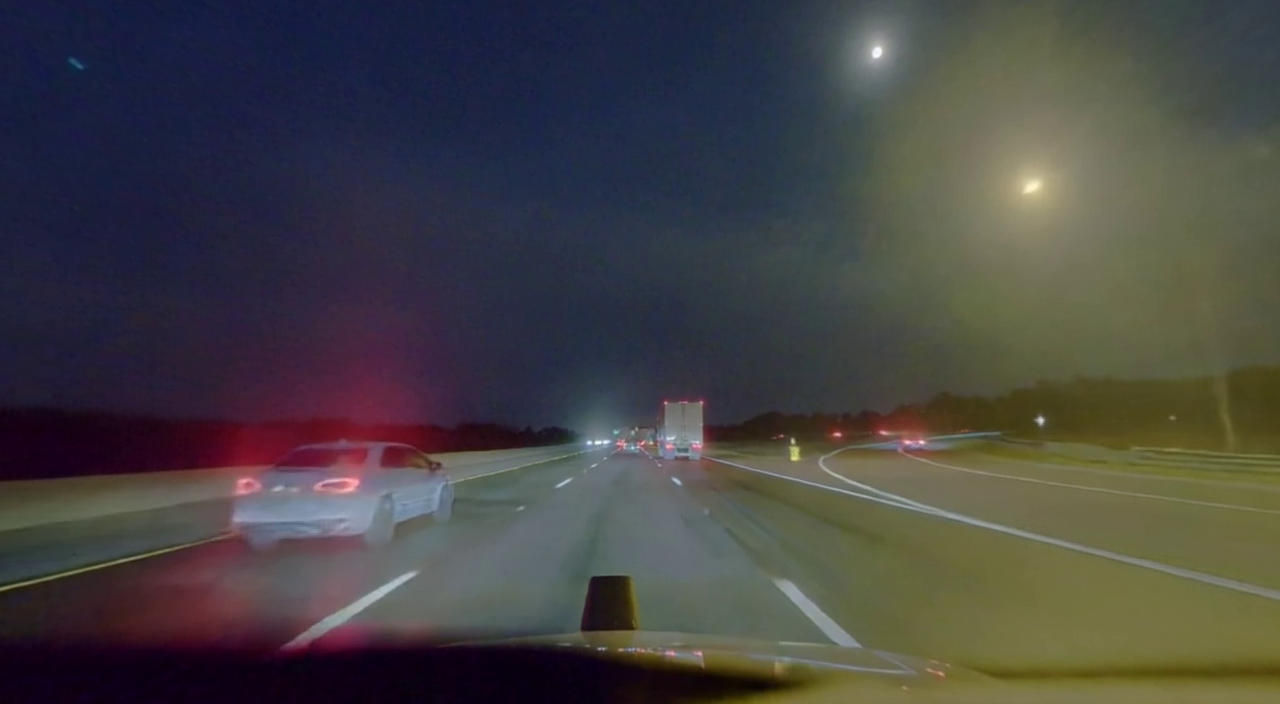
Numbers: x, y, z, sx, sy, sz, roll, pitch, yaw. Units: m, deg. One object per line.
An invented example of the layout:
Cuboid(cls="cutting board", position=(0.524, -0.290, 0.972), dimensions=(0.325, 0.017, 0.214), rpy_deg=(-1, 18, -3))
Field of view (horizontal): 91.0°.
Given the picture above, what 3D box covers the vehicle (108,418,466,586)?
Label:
Cuboid(cls="vehicle", position=(-3.895, 1.710, 8.073), dimensions=(2.111, 1.536, 4.270), rpy_deg=(0, -8, 0))
